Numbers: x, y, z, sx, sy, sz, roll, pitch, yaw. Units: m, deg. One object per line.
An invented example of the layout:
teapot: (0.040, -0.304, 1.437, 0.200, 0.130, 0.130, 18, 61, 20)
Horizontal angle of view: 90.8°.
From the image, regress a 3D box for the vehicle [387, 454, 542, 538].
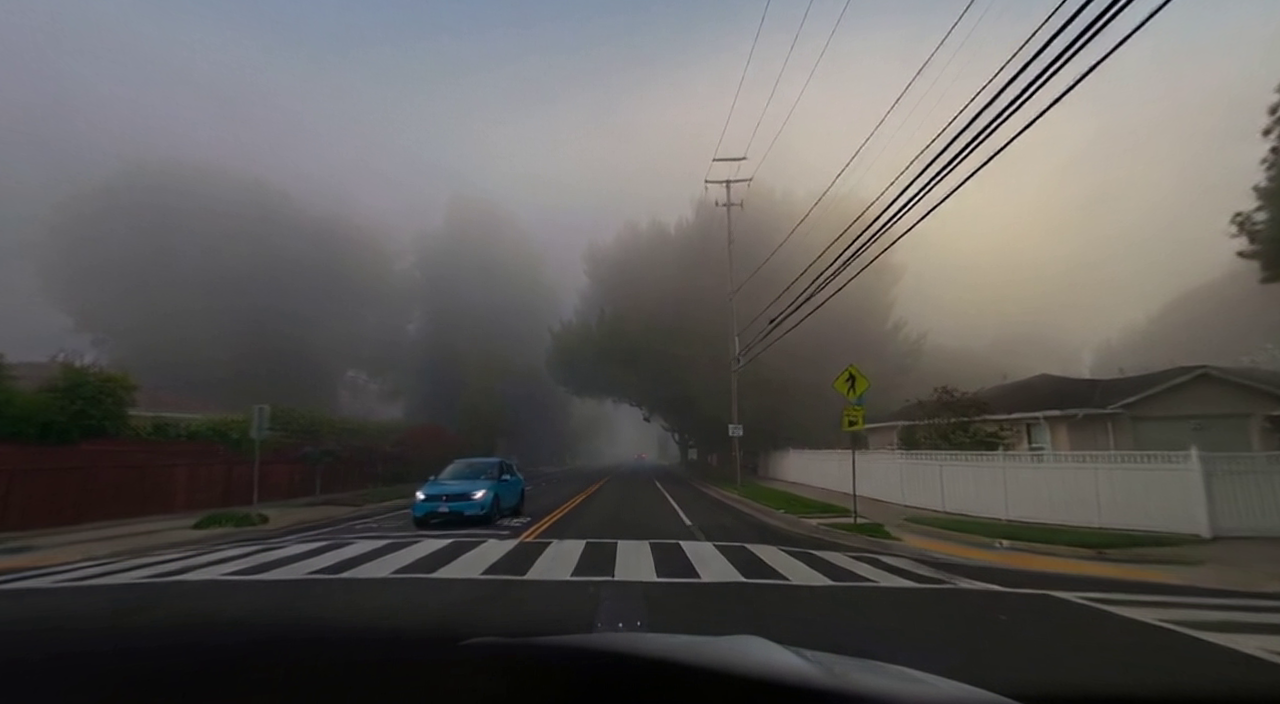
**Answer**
vehicle: (-3.511, 2.954, 13.583, 2.102, 1.463, 4.024, 0, -9, 1)
